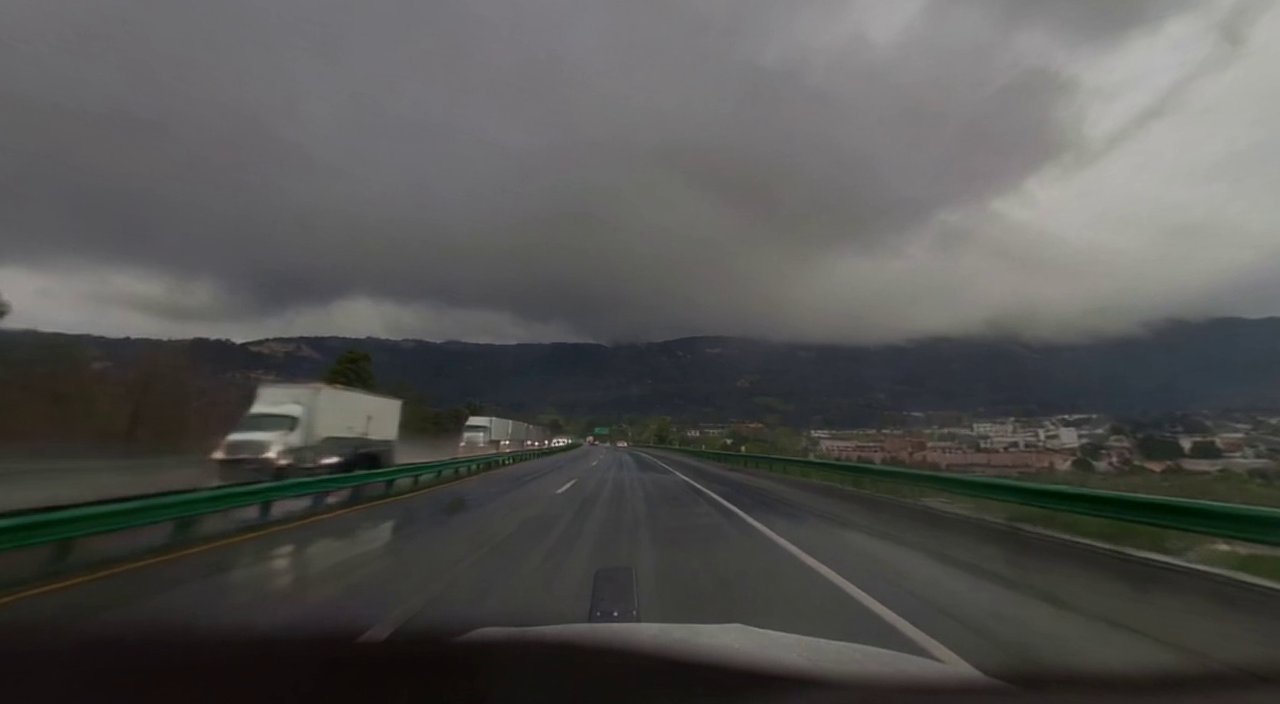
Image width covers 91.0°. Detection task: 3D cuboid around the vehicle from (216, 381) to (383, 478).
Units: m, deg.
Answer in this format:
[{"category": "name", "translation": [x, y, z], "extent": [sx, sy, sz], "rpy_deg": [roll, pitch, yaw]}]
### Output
[{"category": "vehicle", "translation": [-15.052, 3.641, 28.954], "extent": [2.955, 3.745, 8.712], "rpy_deg": [0, -8, -1]}]

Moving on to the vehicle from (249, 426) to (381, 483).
[{"category": "vehicle", "translation": [-10.757, 3.416, 21.296], "extent": [2.069, 1.675, 4.648], "rpy_deg": [0, -8, -2]}]
